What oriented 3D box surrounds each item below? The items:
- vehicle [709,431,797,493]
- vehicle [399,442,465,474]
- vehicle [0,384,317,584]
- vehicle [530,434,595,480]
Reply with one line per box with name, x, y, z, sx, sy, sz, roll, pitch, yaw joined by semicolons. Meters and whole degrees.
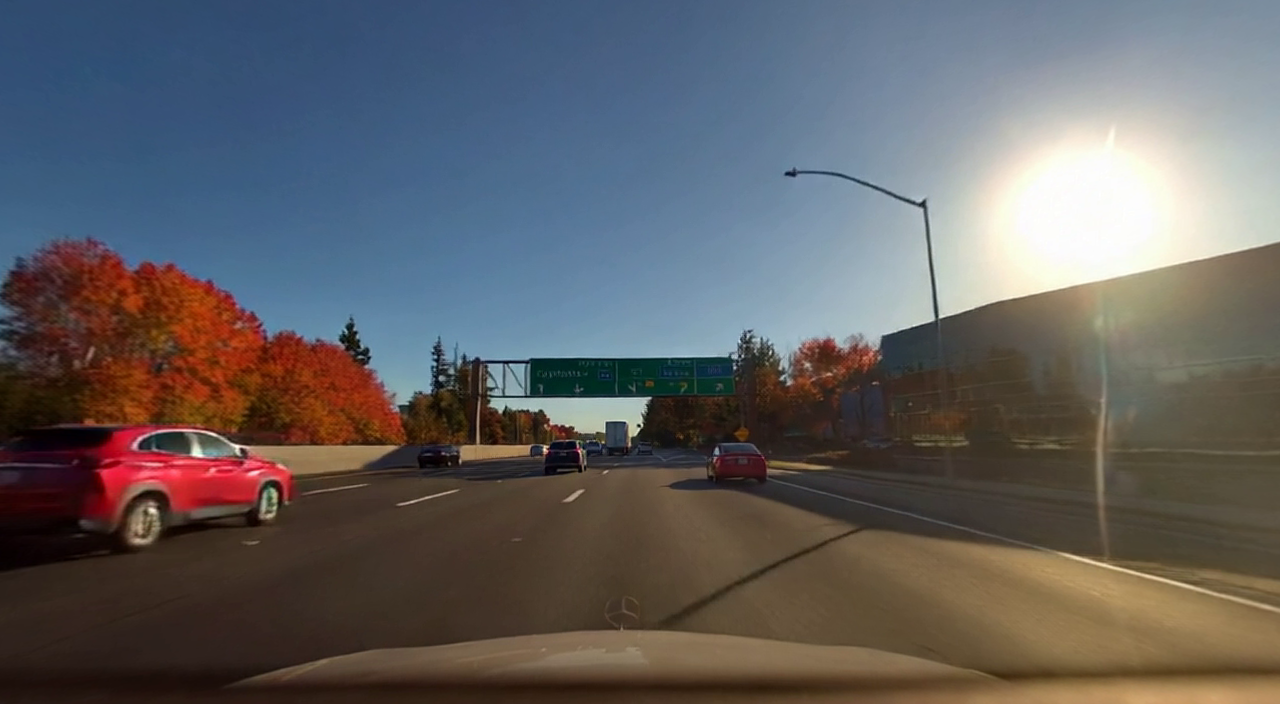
vehicle;3.496;3.498;20.383;2.101;1.742;4.495;0;-9;1
vehicle;-10.805;5.521;33.009;1.919;1.509;4.265;0;-9;1
vehicle;-6.985;1.606;8.514;2.314;1.842;5.279;0;-9;1
vehicle;-3.159;4.405;26.646;2.111;1.742;4.315;0;-9;1
